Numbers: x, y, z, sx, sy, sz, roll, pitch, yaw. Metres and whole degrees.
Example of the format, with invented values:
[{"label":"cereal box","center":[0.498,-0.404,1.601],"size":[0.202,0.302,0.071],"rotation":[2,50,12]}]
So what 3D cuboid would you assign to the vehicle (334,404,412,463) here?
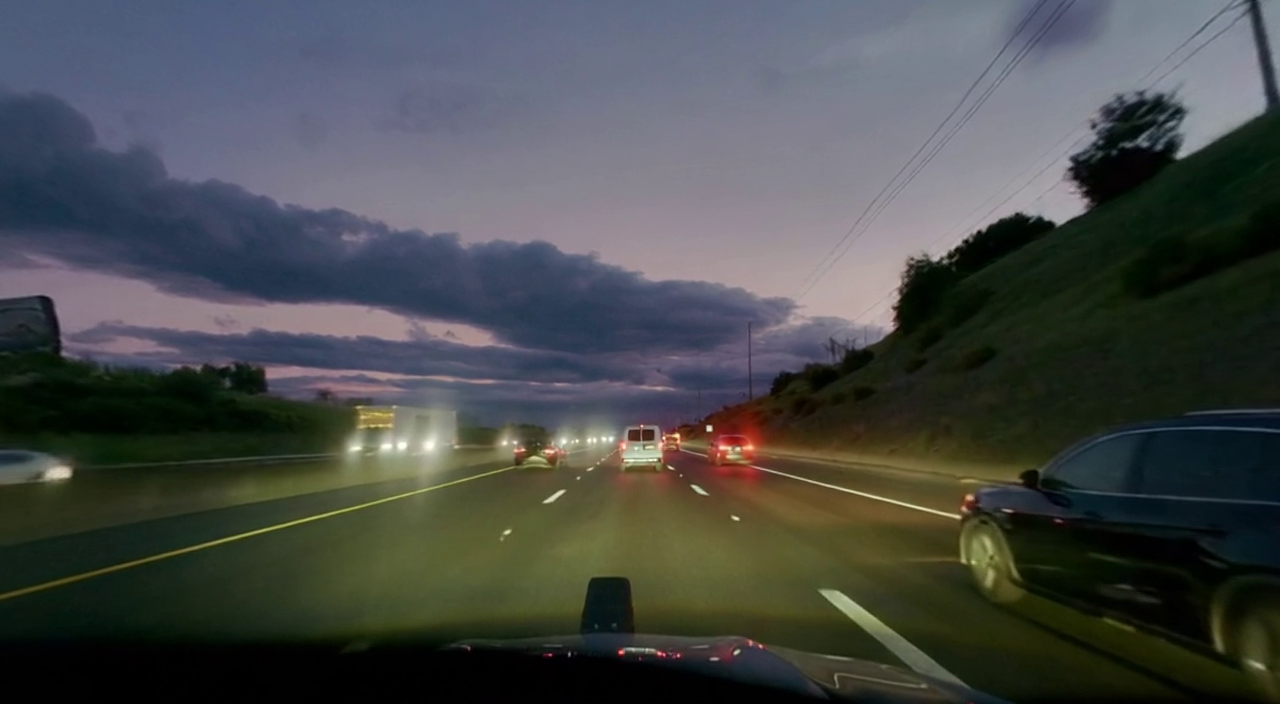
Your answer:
[{"label":"vehicle","center":[-19.423,5.977,46.329],"size":[3.109,3.990,5.971],"rotation":[0,-8,-1]}]

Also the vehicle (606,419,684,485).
[{"label":"vehicle","center":[0.101,3.074,19.692],"size":[2.159,1.811,4.238],"rotation":[0,-7,-1]}]

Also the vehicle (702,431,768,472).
[{"label":"vehicle","center":[3.890,4.147,26.706],"size":[1.923,1.562,4.691],"rotation":[0,-8,-2]}]

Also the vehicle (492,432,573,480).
[{"label":"vehicle","center":[-3.697,3.639,22.583],"size":[2.093,1.517,4.648],"rotation":[0,-7,0]}]

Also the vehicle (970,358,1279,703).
[{"label":"vehicle","center":[3.648,0.910,3.110],"size":[2.038,1.621,3.622],"rotation":[0,-7,0]}]

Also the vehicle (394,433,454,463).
[{"label":"vehicle","center":[-12.008,5.340,35.401],"size":[1.885,1.554,4.280],"rotation":[0,-7,-1]}]
